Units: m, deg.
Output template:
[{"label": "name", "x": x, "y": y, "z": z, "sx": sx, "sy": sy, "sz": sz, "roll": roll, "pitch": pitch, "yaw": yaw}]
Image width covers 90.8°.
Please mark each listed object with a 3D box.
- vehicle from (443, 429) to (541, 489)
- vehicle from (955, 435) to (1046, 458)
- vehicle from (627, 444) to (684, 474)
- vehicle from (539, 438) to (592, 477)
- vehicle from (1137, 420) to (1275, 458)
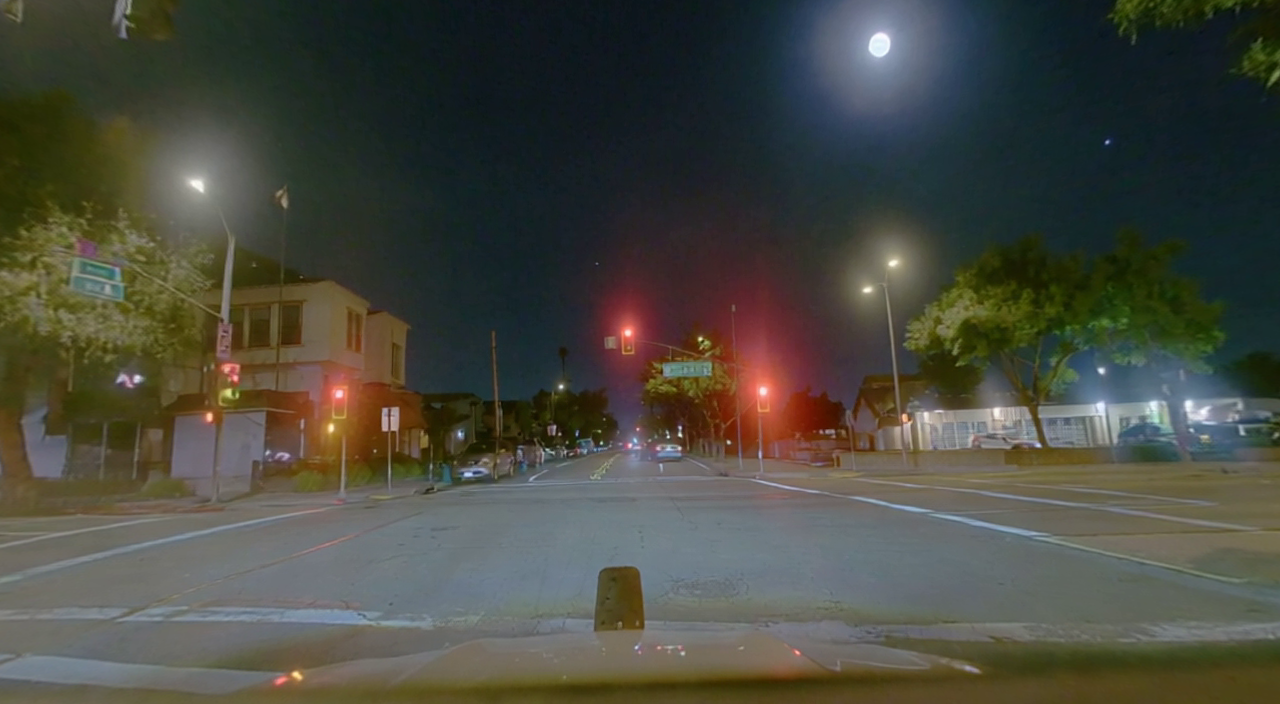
[{"label": "vehicle", "x": -6.500, "y": 4.831, "z": 28.968, "sx": 2.896, "sy": 2.339, "sz": 7.322, "roll": 0, "pitch": -9, "yaw": -1}, {"label": "vehicle", "x": 24.969, "y": 6.555, "z": 43.833, "sx": 5.172, "sy": 1.515, "sz": 1.851, "roll": 0, "pitch": -9, "yaw": -2}, {"label": "vehicle", "x": 0.761, "y": 5.790, "z": 34.512, "sx": 2.056, "sy": 1.493, "sz": 4.535, "roll": 2, "pitch": -9, "yaw": -13}, {"label": "vehicle", "x": -3.650, "y": 5.280, "z": 31.918, "sx": 2.120, "sy": 1.783, "sz": 4.788, "roll": 0, "pitch": -9, "yaw": 0}, {"label": "vehicle", "x": 33.271, "y": 5.153, "z": 37.230, "sx": 5.969, "sy": 2.149, "sz": 2.331, "roll": 0, "pitch": -9, "yaw": -4}]
